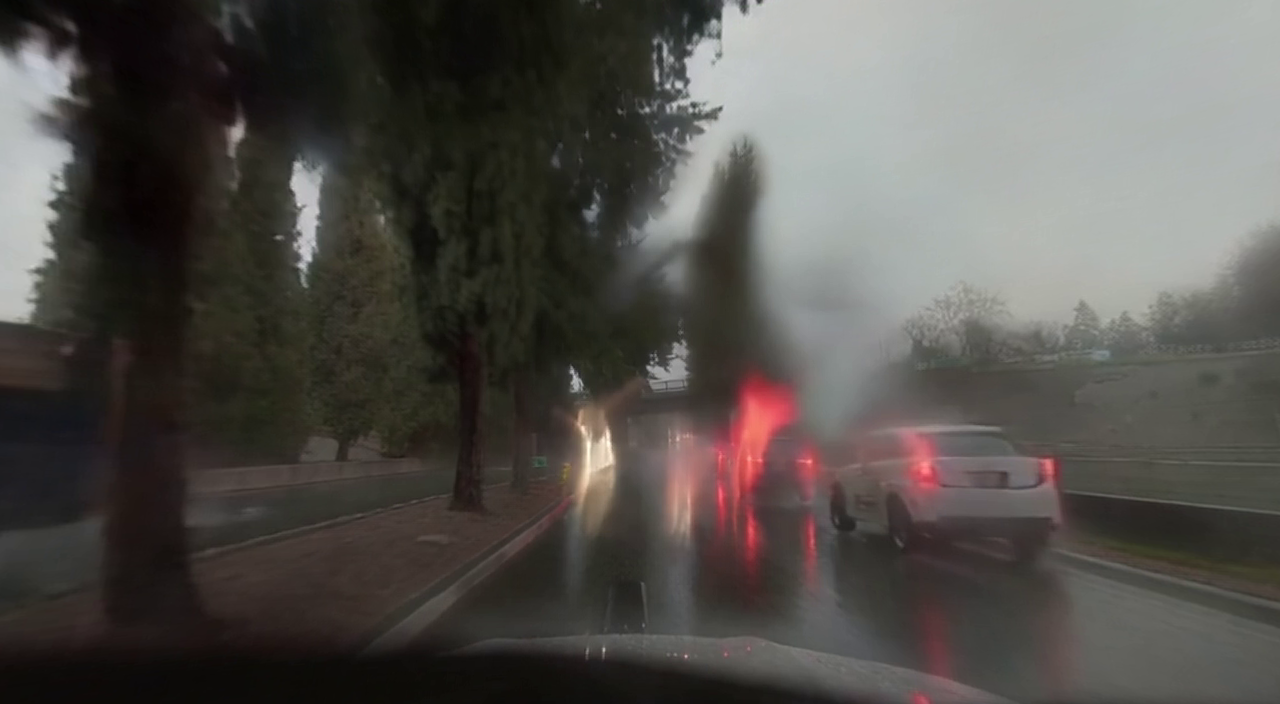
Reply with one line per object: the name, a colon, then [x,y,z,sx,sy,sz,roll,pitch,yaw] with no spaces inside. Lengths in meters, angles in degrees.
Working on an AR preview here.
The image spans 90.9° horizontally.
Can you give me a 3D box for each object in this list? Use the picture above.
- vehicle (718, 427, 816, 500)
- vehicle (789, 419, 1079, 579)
vehicle: [3.607,3.261,18.770,1.985,1.895,4.496,0,-9,0]
vehicle: [3.655,1.891,8.954,1.972,1.682,4.397,0,-9,0]
